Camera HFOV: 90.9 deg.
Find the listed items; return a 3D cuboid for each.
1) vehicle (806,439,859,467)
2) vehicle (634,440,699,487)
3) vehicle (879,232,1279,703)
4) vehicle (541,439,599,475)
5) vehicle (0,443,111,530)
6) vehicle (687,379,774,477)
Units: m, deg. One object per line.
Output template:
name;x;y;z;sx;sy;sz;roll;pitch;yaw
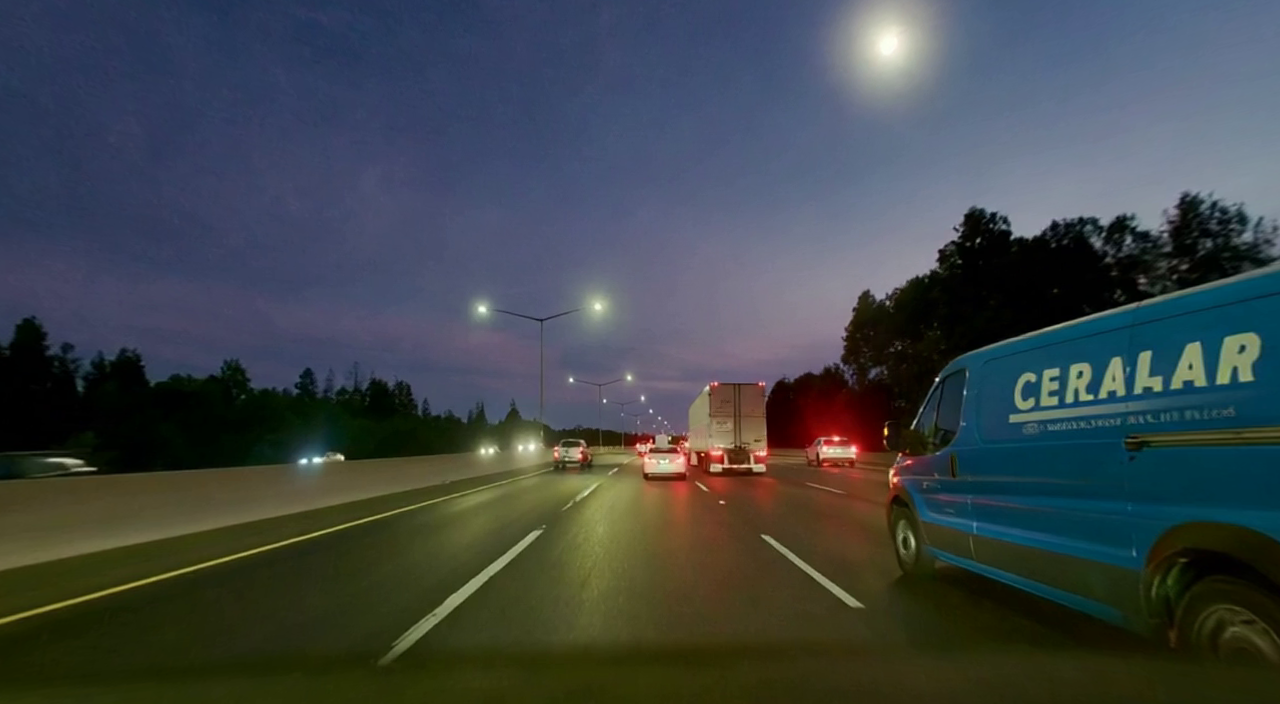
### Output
vehicle;11.088;5.861;36.636;1.870;1.525;3.680;0;-9;0
vehicle;0.833;3.861;22.147;2.063;1.469;4.208;0;-9;0
vehicle;3.516;0.708;3.049;2.441;2.017;5.739;0;-9;0
vehicle;-3.257;5.016;30.289;2.182;1.601;4.364;-1;-9;2
vehicle;-15.894;3.089;14.448;2.452;1.967;5.756;0;-9;1
vehicle;4.229;4.091;32.677;2.821;4.077;12.562;0;-9;1
